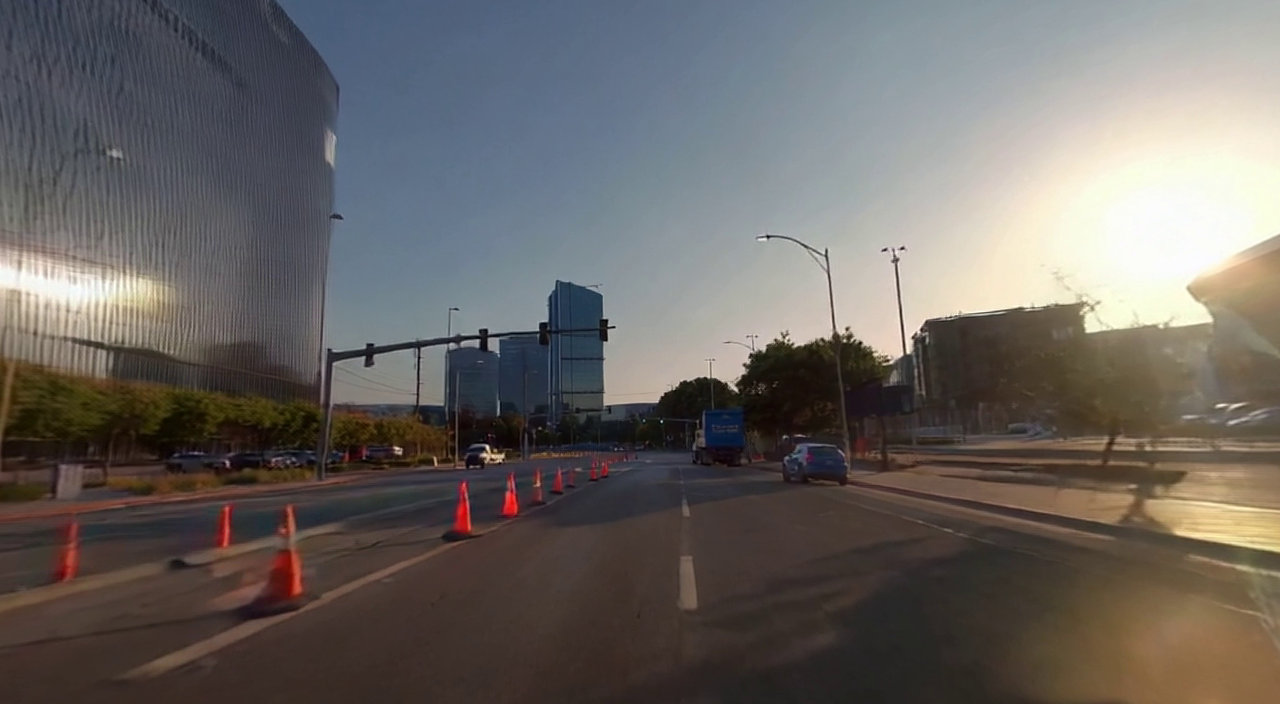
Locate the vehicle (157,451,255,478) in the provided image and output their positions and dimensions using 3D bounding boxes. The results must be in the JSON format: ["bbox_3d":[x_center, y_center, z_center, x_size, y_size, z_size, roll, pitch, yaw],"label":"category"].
[{"bbox_3d":[-25.244,6.520,36.853,4.237,1.490,1.901,0,-9,-2],"label":"vehicle"}]

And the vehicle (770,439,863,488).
[{"bbox_3d":[6.432,4.091,23.576,2.098,1.619,4.433,0,-9,-1],"label":"vehicle"}]

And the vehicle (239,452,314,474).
[{"bbox_3d":[-24.296,7.420,42.291,3.905,1.345,1.737,0,-9,-1],"label":"vehicle"}]
